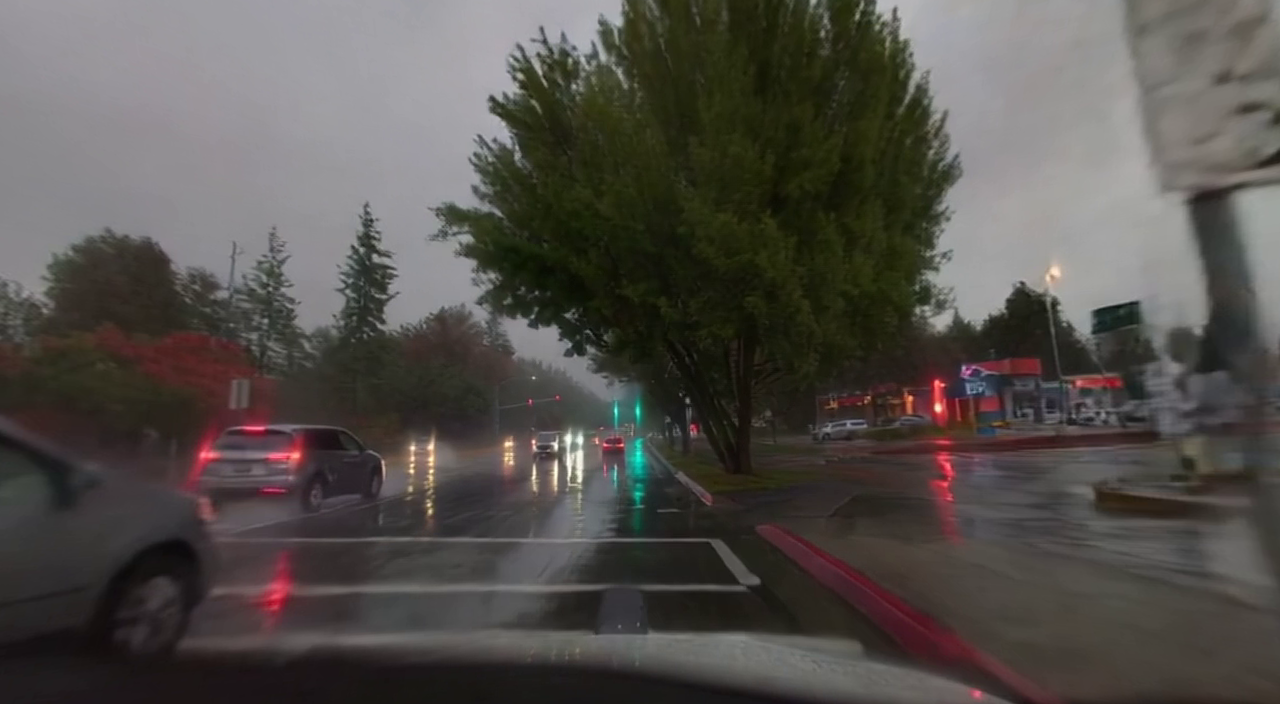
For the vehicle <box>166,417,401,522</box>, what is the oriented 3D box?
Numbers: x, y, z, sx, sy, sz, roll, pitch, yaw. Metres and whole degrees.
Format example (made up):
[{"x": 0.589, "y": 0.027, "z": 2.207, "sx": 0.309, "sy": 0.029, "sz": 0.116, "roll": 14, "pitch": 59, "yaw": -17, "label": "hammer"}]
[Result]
[{"x": -7.000, "y": 2.348, "z": 13.140, "sx": 2.102, "sy": 1.774, "sz": 4.662, "roll": 0, "pitch": -8, "yaw": 1, "label": "vehicle"}]

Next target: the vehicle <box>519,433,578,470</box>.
[{"x": -4.123, "y": 4.564, "z": 28.984, "sx": 2.060, "sy": 1.580, "sz": 3.980, "roll": 0, "pitch": -8, "yaw": 1, "label": "vehicle"}]

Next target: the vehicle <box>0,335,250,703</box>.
[{"x": -3.893, "y": 0.753, "z": 2.048, "sx": 2.306, "sy": 1.815, "sz": 4.476, "roll": 0, "pitch": -8, "yaw": 1, "label": "vehicle"}]

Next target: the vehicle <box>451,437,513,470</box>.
[{"x": -7.553, "y": 4.908, "z": 30.553, "sx": 1.875, "sy": 1.479, "sz": 4.558, "roll": 0, "pitch": -8, "yaw": -1, "label": "vehicle"}]
